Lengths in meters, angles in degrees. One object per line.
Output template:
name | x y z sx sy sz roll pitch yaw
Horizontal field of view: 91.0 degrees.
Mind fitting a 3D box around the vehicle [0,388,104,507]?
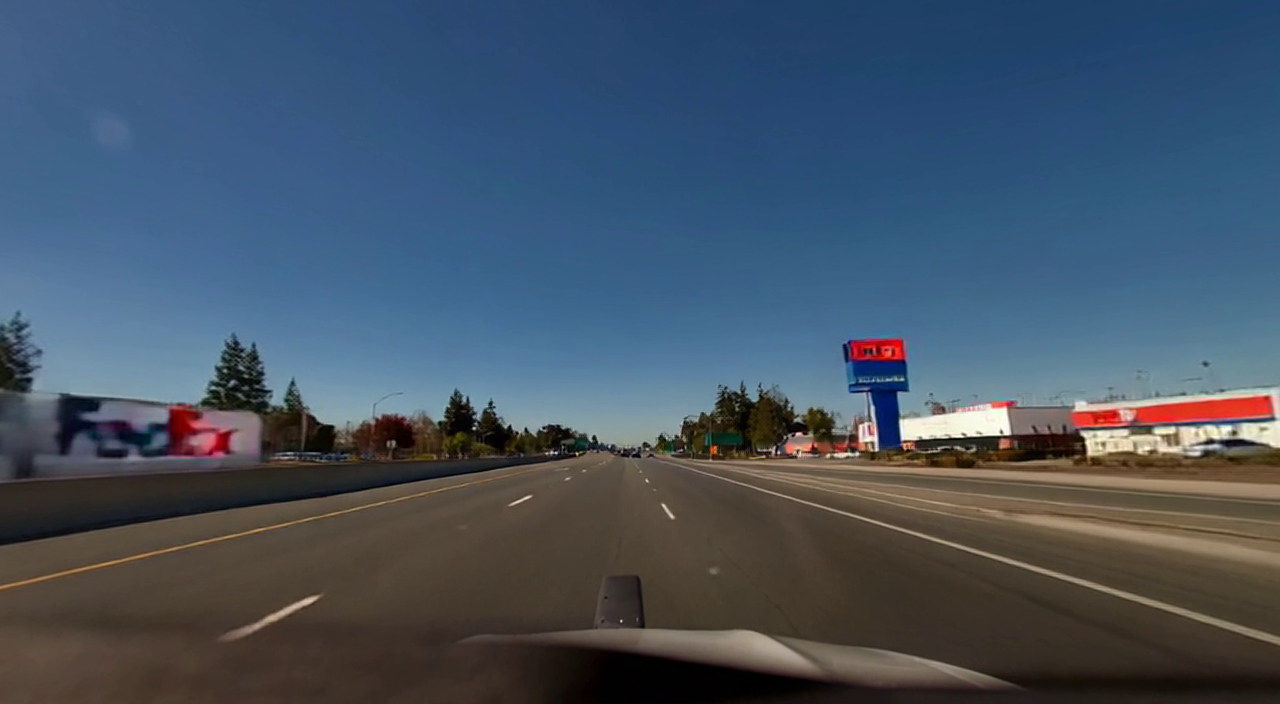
vehicle | -23.268 3.236 21.444 2.971 4.003 7.817 0 -9 -1

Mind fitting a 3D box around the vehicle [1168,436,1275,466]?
vehicle | 43.969 7.469 47.701 5.942 2.037 2.359 1 -4 -3

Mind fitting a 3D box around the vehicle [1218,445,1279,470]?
vehicle | 43.261 7.301 43.616 4.635 1.693 2.073 1 -9 -7

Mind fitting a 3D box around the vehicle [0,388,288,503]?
vehicle | -23.478 4.611 30.935 2.964 4.152 16.360 0 -9 0
